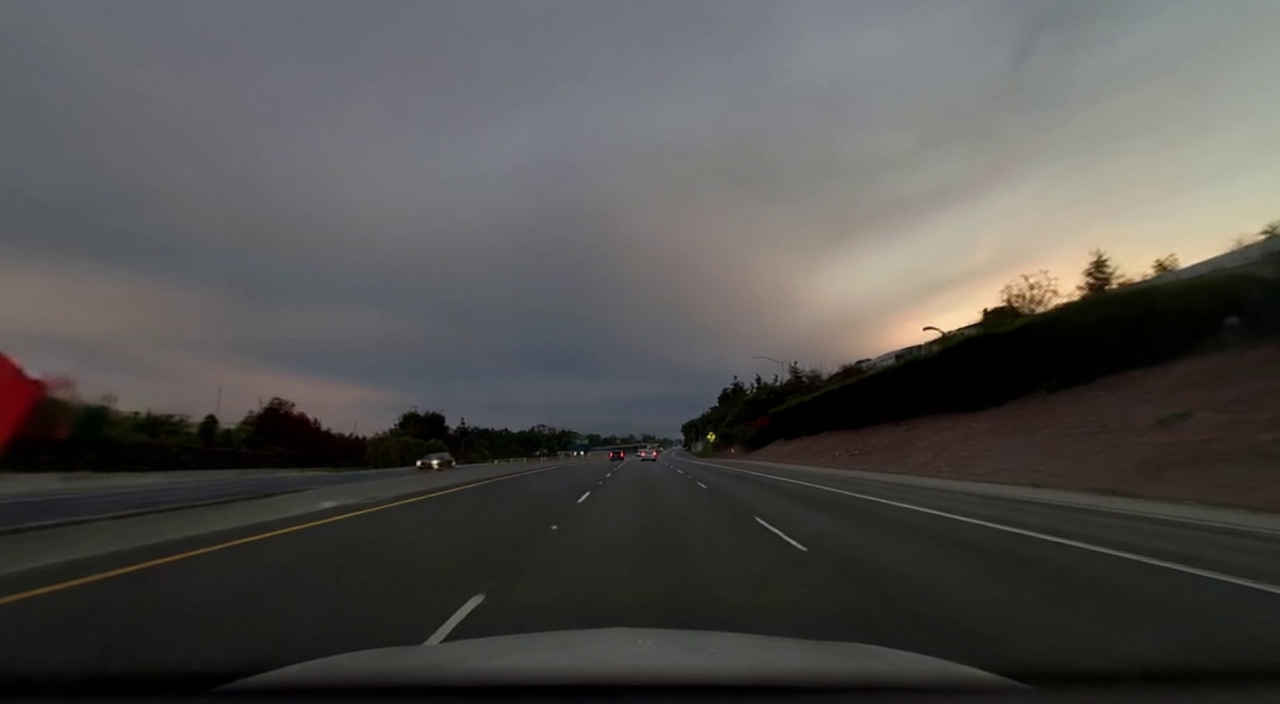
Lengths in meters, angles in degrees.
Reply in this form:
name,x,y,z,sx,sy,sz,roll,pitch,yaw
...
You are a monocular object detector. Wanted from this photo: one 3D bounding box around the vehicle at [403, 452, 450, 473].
name,x,y,z,sx,sy,sz,roll,pitch,yaw
vehicle,-16.545,8.570,48.912,1.924,1.472,4.644,-1,-9,1
